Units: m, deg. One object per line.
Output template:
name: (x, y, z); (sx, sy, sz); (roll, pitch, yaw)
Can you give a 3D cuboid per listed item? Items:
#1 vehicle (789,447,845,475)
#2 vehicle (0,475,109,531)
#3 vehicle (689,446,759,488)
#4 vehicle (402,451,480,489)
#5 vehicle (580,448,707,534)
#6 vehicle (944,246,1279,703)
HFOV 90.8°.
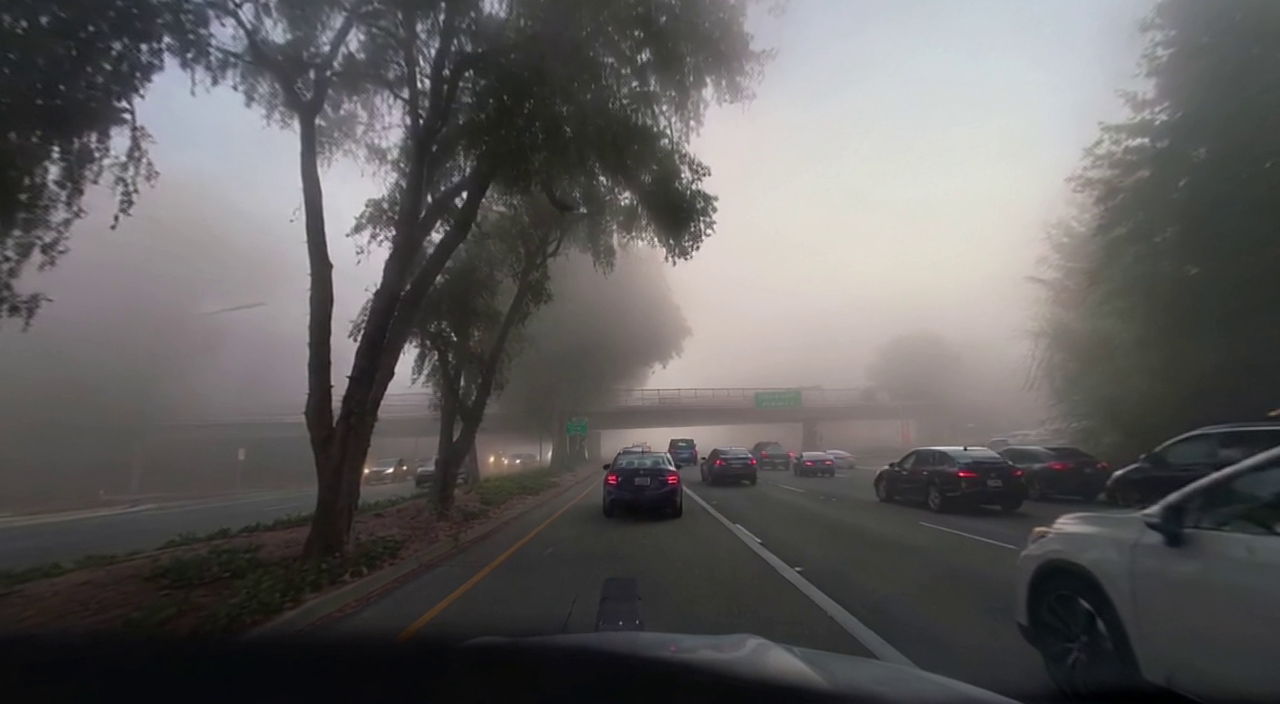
vehicle: (9.799, 6.056, 35.264); (1.839, 1.453, 3.992); (0, -9, -1)
vehicle: (-19.177, 4.604, 19.400); (1.816, 1.415, 4.605); (0, -9, -1)
vehicle: (3.115, 4.349, 24.253); (1.962, 1.431, 4.205); (0, -9, -2)
vehicle: (-8.813, 5.243, 28.471); (2.010, 1.524, 4.705); (0, -9, 0)
vehicle: (0.037, 2.519, 12.017); (2.027, 1.341, 3.775); (0, -9, -1)
vehicle: (3.494, 0.569, 1.416); (2.719, 2.033, 5.876); (0, -9, 0)
